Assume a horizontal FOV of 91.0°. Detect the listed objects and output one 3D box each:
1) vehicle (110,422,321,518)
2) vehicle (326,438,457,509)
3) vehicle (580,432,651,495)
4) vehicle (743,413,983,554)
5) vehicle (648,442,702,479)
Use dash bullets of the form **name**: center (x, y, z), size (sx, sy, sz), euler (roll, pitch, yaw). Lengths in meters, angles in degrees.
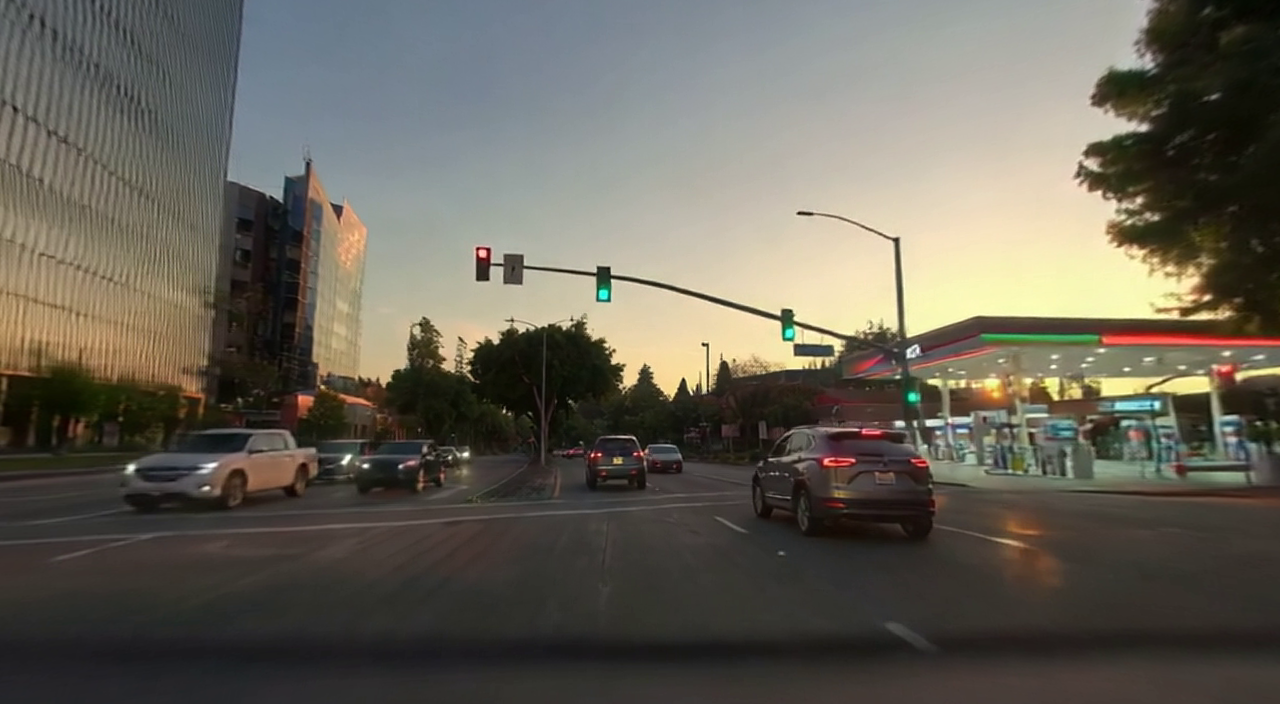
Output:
- **vehicle**: center (-8.962, 2.500, 13.860), size (1.992, 1.755, 4.283), euler (1, -8, -6)
- **vehicle**: center (-6.037, 2.959, 15.888), size (1.987, 1.505, 4.337), euler (1, -9, -7)
- **vehicle**: center (-0.887, 3.513, 20.251), size (2.051, 1.798, 4.168), euler (1, -8, -5)
- **vehicle**: center (3.161, 1.961, 10.069), size (2.000, 1.745, 4.206), euler (1, -8, -5)
- **vehicle**: center (1.573, 5.019, 29.430), size (1.800, 1.592, 3.658), euler (1, -9, -8)
